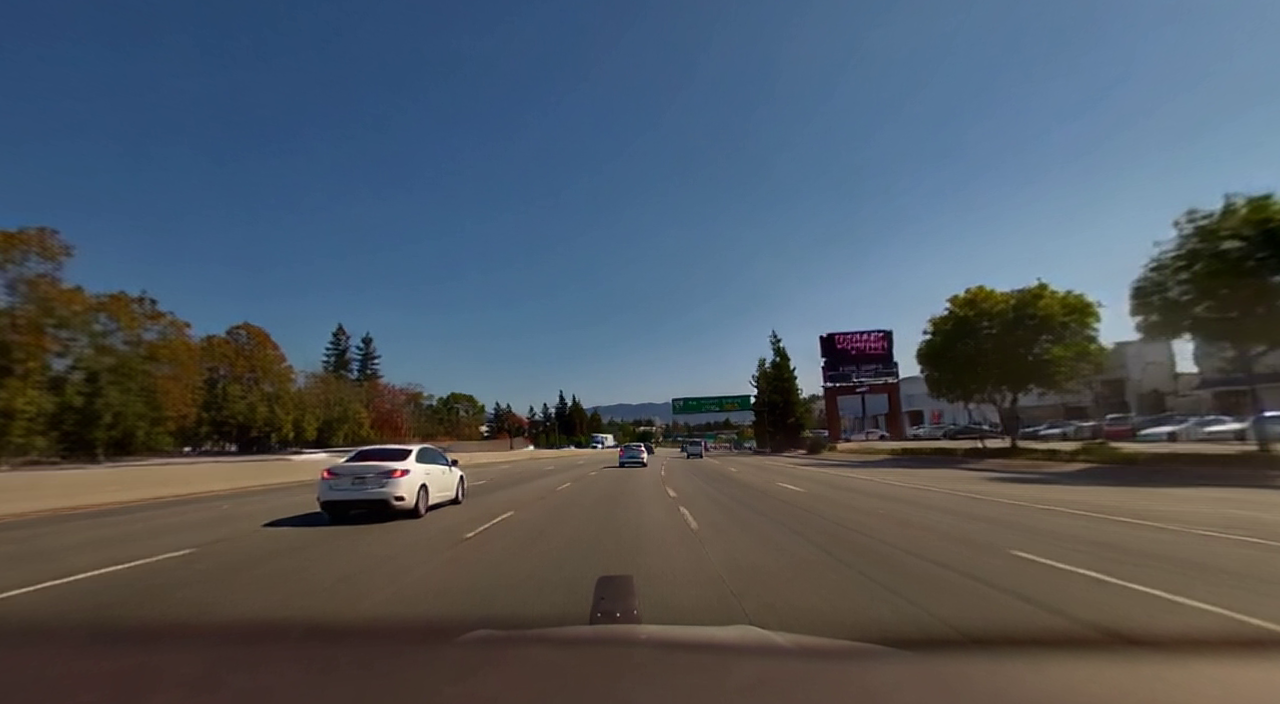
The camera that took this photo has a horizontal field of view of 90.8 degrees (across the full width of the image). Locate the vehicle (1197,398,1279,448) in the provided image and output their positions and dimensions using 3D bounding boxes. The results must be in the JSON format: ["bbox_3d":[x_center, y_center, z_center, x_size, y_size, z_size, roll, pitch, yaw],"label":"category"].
[{"bbox_3d":[23.357,2.791,24.224,4.419,1.749,2.055,6,-11,-38],"label":"vehicle"}]

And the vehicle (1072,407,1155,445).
[{"bbox_3d":[22.944,3.633,30.537,4.338,1.725,2.016,6,-11,-38],"label":"vehicle"}]

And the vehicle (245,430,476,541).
[{"bbox_3d":[-4.400,2.161,10.922,1.907,1.483,4.562,0,-9,0],"label":"vehicle"}]

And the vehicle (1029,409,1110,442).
[{"bbox_3d":[23.376,4.033,34.325,4.425,1.677,2.003,6,-9,-33],"label":"vehicle"}]

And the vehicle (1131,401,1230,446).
[{"bbox_3d":[23.164,3.111,27.027,4.472,1.735,2.074,6,-9,-35],"label":"vehicle"}]

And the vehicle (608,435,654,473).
[{"bbox_3d":[-0.390,5.343,33.338,2.155,1.856,4.796,-1,-9,2],"label":"vehicle"}]

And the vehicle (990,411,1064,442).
[{"bbox_3d":[22.705,4.426,37.041,4.353,1.698,2.034,6,-10,-35],"label":"vehicle"}]
